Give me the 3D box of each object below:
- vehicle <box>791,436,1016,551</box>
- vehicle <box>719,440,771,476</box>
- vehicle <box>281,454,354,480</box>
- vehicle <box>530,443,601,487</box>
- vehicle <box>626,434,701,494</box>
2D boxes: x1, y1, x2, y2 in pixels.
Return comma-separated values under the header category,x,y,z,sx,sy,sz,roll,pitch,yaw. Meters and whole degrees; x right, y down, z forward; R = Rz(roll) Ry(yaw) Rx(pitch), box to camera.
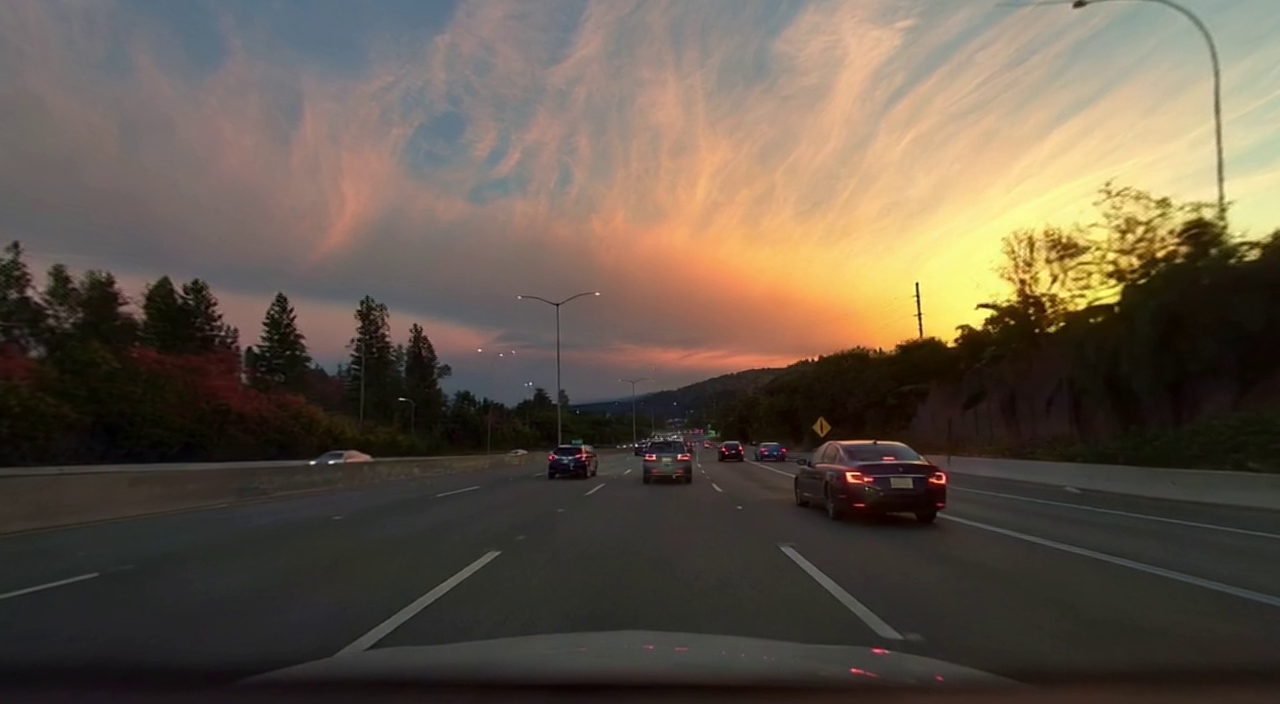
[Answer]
category,x,y,z,sx,sy,sz,roll,pitch,yaw
vehicle,4.090,2.254,10.742,1.999,1.514,4.338,0,-9,1
vehicle,5.358,5.481,32.772,2.063,1.710,4.591,0,-9,1
vehicle,-21.210,7.569,41.683,1.902,1.522,5.027,0,-9,3
vehicle,-2.761,4.322,24.389,2.012,1.495,4.169,0,-9,3
vehicle,0.769,3.596,20.525,2.181,1.728,3.970,0,-9,2
